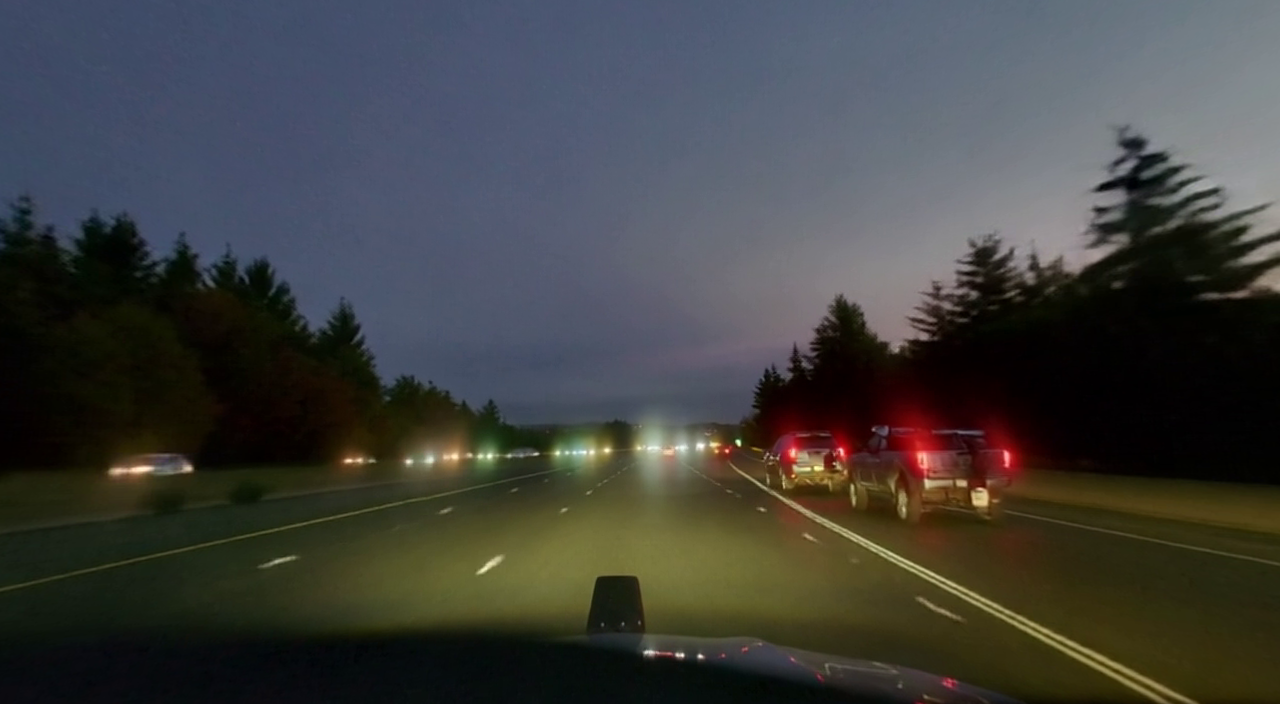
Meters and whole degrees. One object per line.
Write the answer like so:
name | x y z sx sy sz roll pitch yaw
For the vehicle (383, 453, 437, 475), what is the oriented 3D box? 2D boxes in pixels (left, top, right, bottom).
vehicle | -16.458 8.006 45.329 1.920 1.477 4.708 0 -9 2

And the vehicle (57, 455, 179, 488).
vehicle | -25.659 5.867 31.254 1.888 1.473 4.745 0 -9 1
